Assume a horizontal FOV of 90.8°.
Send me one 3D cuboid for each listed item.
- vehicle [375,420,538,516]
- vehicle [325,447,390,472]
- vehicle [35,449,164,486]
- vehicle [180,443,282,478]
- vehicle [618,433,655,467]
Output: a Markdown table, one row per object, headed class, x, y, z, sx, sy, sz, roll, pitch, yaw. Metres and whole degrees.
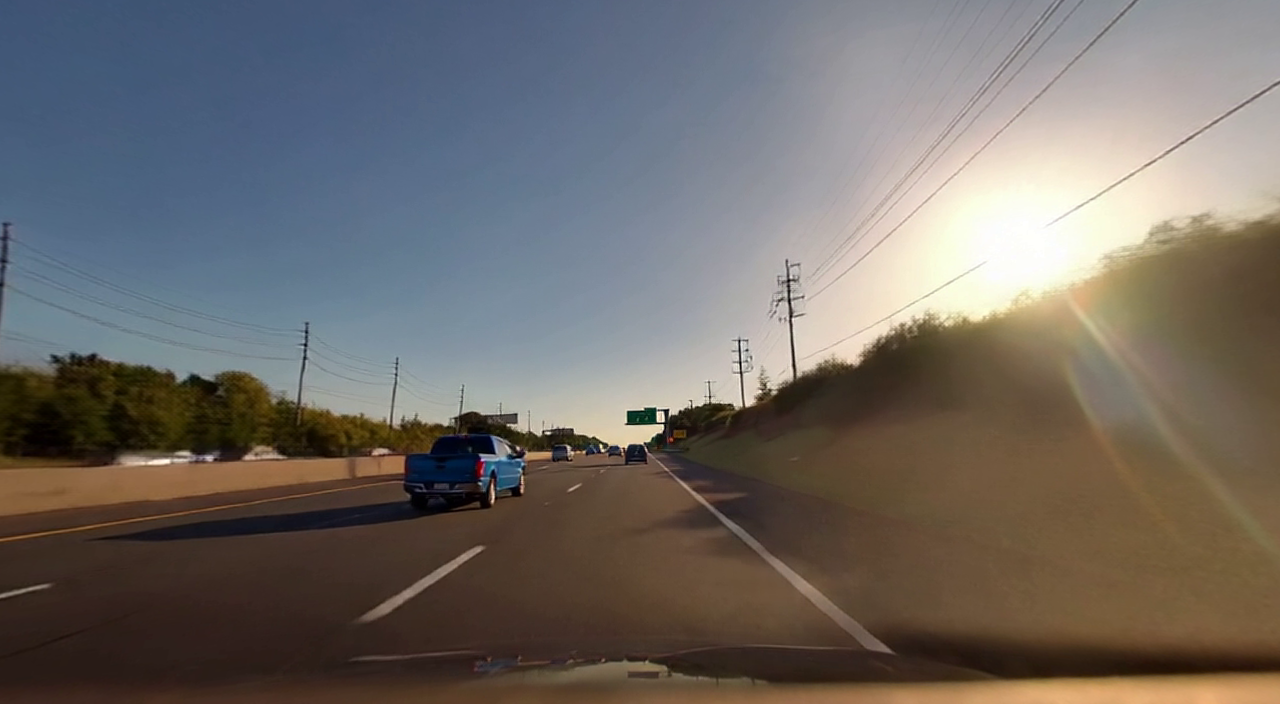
| class | x | y | z | sx | sy | sz | roll | pitch | yaw |
| --- | --- | --- | --- | --- | --- | --- | --- | --- | --- |
| vehicle | -3.943 | 2.617 | 14.767 | 2.204 | 1.812 | 5.289 | 0 | -8 | 0 |
| vehicle | -17.760 | 6.758 | 39.981 | 1.961 | 1.455 | 4.675 | 0 | -9 | 0 |
| vehicle | -25.095 | 5.368 | 29.595 | 1.964 | 1.550 | 4.603 | 0 | -8 | 0 |
| vehicle | -21.099 | 5.599 | 32.894 | 2.034 | 1.653 | 4.825 | 0 | -9 | 1 |
| vehicle | -0.272 | 6.474 | 41.793 | 2.358 | 2.144 | 4.713 | 0 | -8 | -1 |
